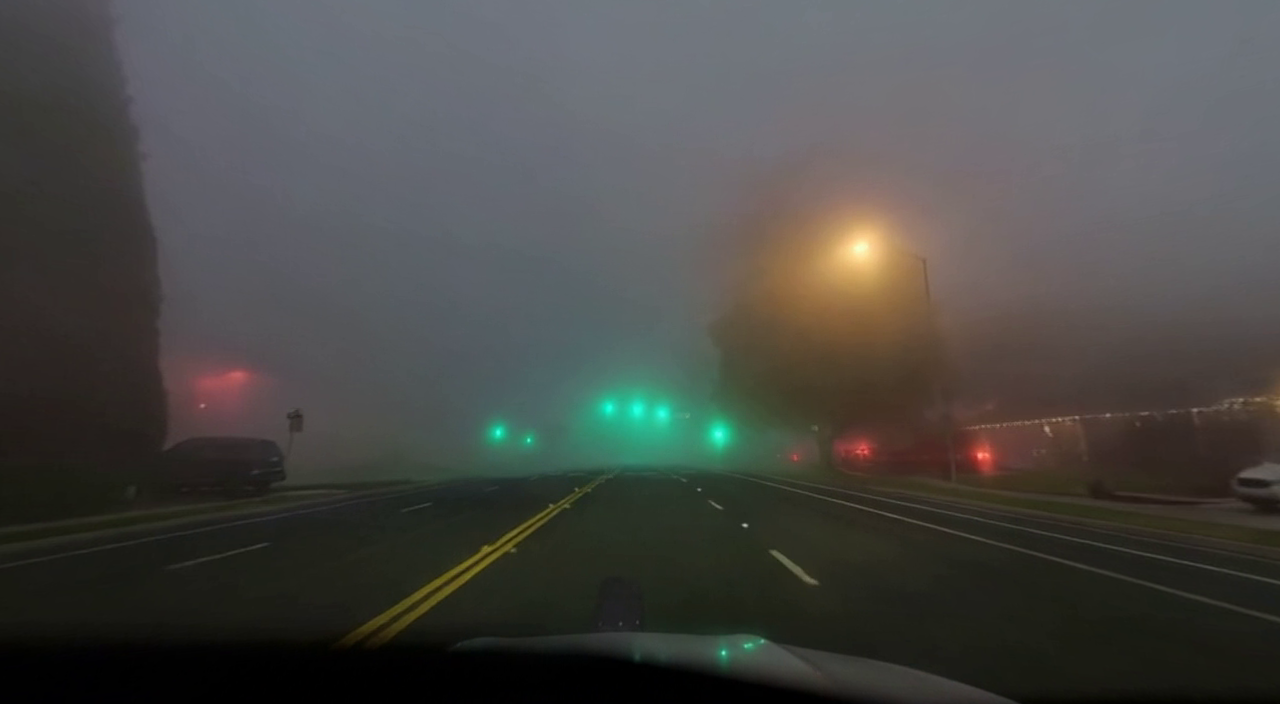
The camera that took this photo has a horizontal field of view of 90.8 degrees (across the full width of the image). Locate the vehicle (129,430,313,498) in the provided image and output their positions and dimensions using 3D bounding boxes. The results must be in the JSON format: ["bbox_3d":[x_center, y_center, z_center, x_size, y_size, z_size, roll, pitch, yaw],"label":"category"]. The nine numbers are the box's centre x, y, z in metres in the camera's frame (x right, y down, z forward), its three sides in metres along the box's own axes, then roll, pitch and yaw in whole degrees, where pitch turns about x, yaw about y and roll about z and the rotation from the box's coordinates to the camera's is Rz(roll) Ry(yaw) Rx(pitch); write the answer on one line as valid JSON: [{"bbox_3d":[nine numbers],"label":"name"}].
[{"bbox_3d":[-15.625,4.202,24.272,2.653,2.232,6.273,0,-9,1],"label":"vehicle"}]

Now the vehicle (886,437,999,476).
[{"bbox_3d":[15.490,5.345,32.545,4.739,1.667,1.998,-3,-7,0],"label":"vehicle"}]
